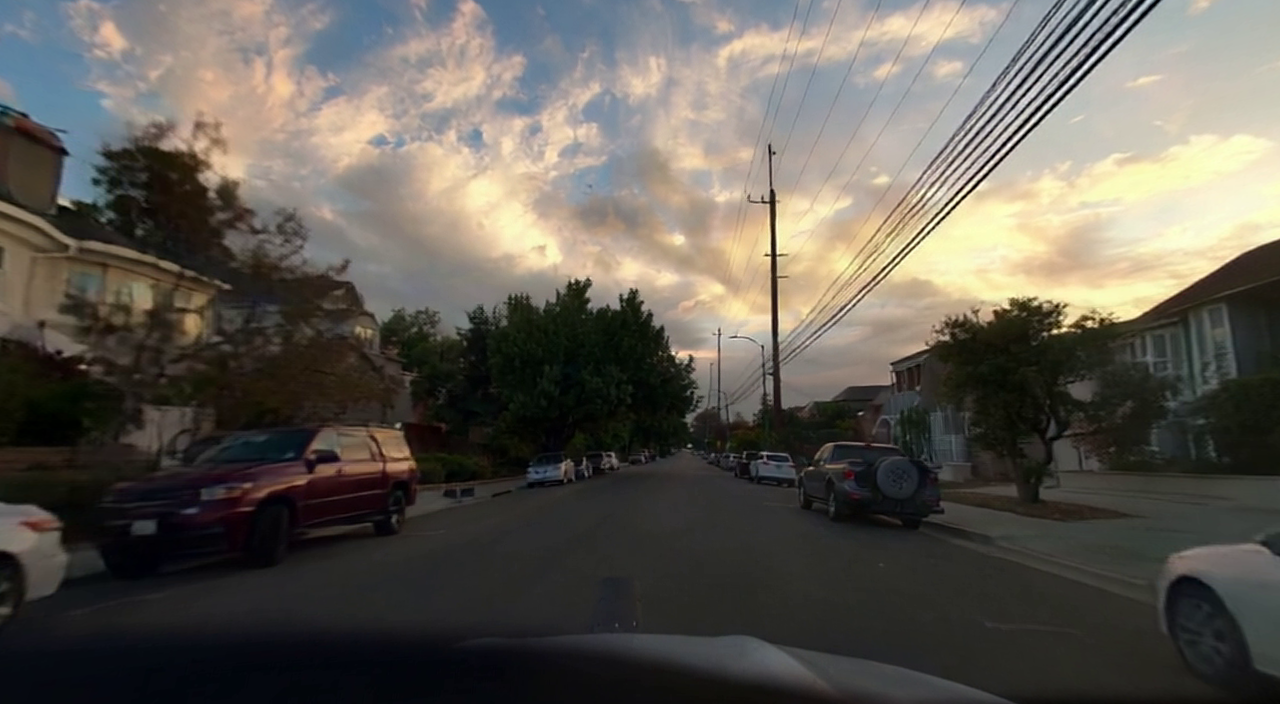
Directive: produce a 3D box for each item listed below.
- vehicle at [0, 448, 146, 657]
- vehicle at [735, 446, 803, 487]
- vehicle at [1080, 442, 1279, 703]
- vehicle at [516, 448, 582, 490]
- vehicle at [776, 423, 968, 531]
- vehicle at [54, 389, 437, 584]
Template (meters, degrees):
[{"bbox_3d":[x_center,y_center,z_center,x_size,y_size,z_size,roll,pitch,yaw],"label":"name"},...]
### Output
[{"bbox_3d":[-5.497,1.230,3.397,1.823,1.427,4.407,-3,-11,6],"label":"vehicle"},{"bbox_3d":[6.520,5.803,32.671,2.462,1.894,6.076,0,-8,2],"label":"vehicle"},{"bbox_3d":[4.357,1.128,2.589,1.973,1.517,4.604,-1,-8,3],"label":"vehicle"},{"bbox_3d":[-3.837,5.036,27.615,1.971,1.648,4.638,-1,-8,3],"label":"vehicle"},{"bbox_3d":[5.136,2.853,15.210,2.547,2.075,5.693,0,-8,1],"label":"vehicle"},{"bbox_3d":[-5.026,1.876,9.238,2.194,1.995,4.814,-3,-10,5],"label":"vehicle"}]
